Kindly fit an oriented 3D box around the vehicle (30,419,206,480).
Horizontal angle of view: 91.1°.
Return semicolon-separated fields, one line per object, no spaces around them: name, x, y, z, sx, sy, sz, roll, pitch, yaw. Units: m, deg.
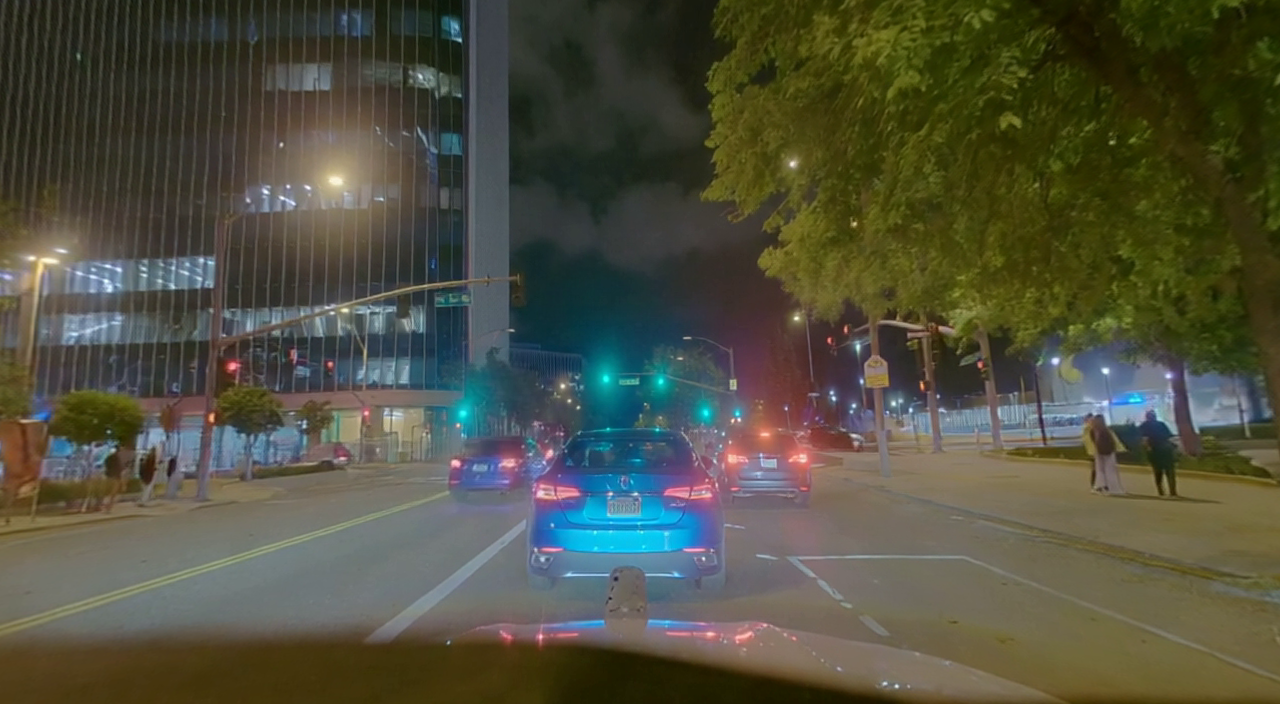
vehicle;-26.747;5.012;32.372;6.756;2.955;2.367;0;-8;0

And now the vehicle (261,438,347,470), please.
vehicle;-20.507;6.207;38.358;4.294;1.819;2.043;-3;-9;17

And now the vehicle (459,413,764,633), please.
vehicle;-0.270;1.464;6.392;2.072;1.476;4.078;0;-8;-2

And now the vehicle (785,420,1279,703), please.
vehicle;2.747;1.406;5.439;1.952;1.464;4.165;0;-8;-1
